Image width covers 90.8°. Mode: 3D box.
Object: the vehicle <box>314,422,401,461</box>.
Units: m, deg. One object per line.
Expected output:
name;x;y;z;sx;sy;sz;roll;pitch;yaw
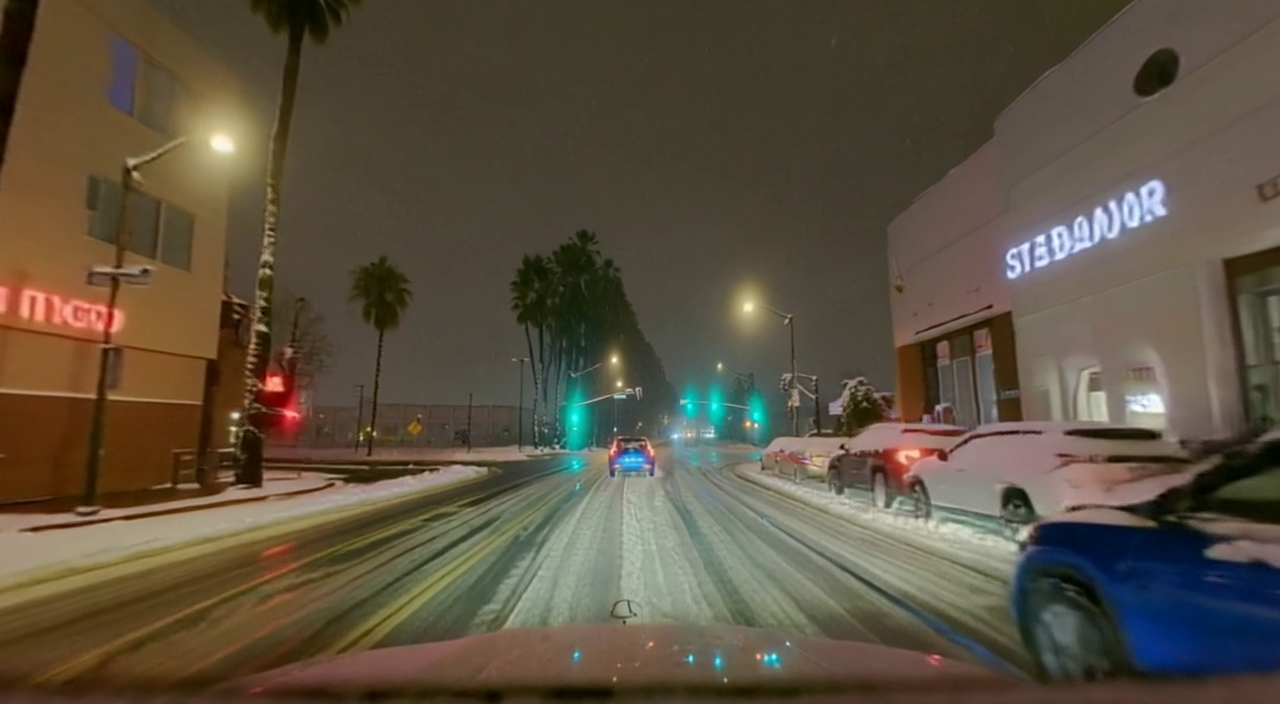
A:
vehicle;-20.913;6.673;47.041;2.198;2.684;5.751;-4;-9;25

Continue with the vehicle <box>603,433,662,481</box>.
vehicle;-0.302;4.013;24.377;2.063;1.664;4.471;0;-8;-1

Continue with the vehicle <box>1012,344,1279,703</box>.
vehicle;3.093;0.690;1.297;1.983;1.654;4.354;0;-8;0

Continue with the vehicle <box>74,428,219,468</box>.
vehicle;-32.639;6.365;42.173;2.562;2.387;6.989;-4;-9;29

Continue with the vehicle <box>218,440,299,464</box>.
vehicle;-29.145;7.625;48.397;1.863;1.733;4.974;-5;-9;26
